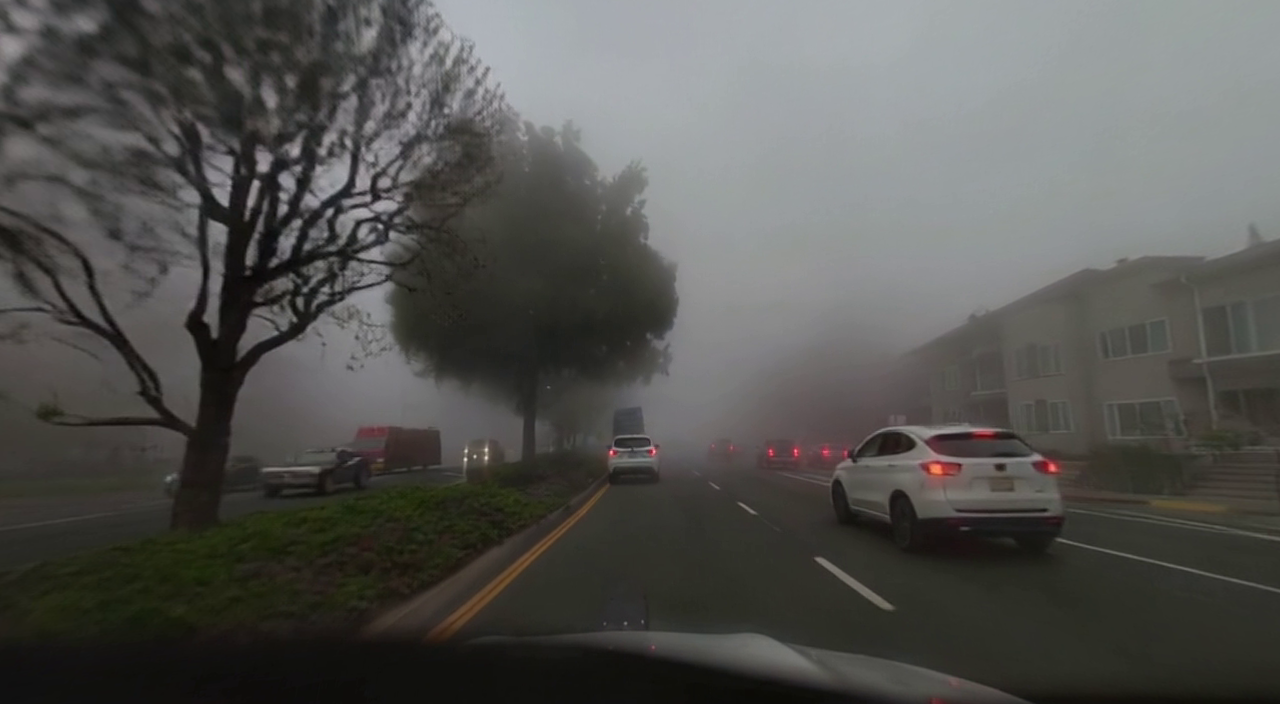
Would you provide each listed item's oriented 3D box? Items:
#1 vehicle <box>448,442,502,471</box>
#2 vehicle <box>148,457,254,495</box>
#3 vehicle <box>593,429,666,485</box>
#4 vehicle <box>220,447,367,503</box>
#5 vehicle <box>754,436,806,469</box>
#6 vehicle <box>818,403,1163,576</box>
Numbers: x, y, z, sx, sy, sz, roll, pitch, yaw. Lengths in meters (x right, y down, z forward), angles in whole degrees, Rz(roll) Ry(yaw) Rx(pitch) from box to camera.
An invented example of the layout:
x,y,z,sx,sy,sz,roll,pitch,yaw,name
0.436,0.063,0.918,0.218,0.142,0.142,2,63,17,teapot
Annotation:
x,y,z,sx,sy,sz,roll,pitch,yaw,name
-10.426,6.632,40.243,2.142,1.742,4.523,0,-8,1,vehicle
-20.613,5.806,29.850,1.821,1.568,4.296,0,-8,2,vehicle
-0.334,3.700,22.481,2.332,1.798,4.546,0,-8,0,vehicle
-10.317,3.656,19.231,1.907,1.471,4.410,0,-8,1,vehicle
7.823,5.656,35.626,1.971,1.722,4.341,0,-8,0,vehicle
4.088,1.687,8.516,2.100,1.689,4.501,0,-8,1,vehicle
